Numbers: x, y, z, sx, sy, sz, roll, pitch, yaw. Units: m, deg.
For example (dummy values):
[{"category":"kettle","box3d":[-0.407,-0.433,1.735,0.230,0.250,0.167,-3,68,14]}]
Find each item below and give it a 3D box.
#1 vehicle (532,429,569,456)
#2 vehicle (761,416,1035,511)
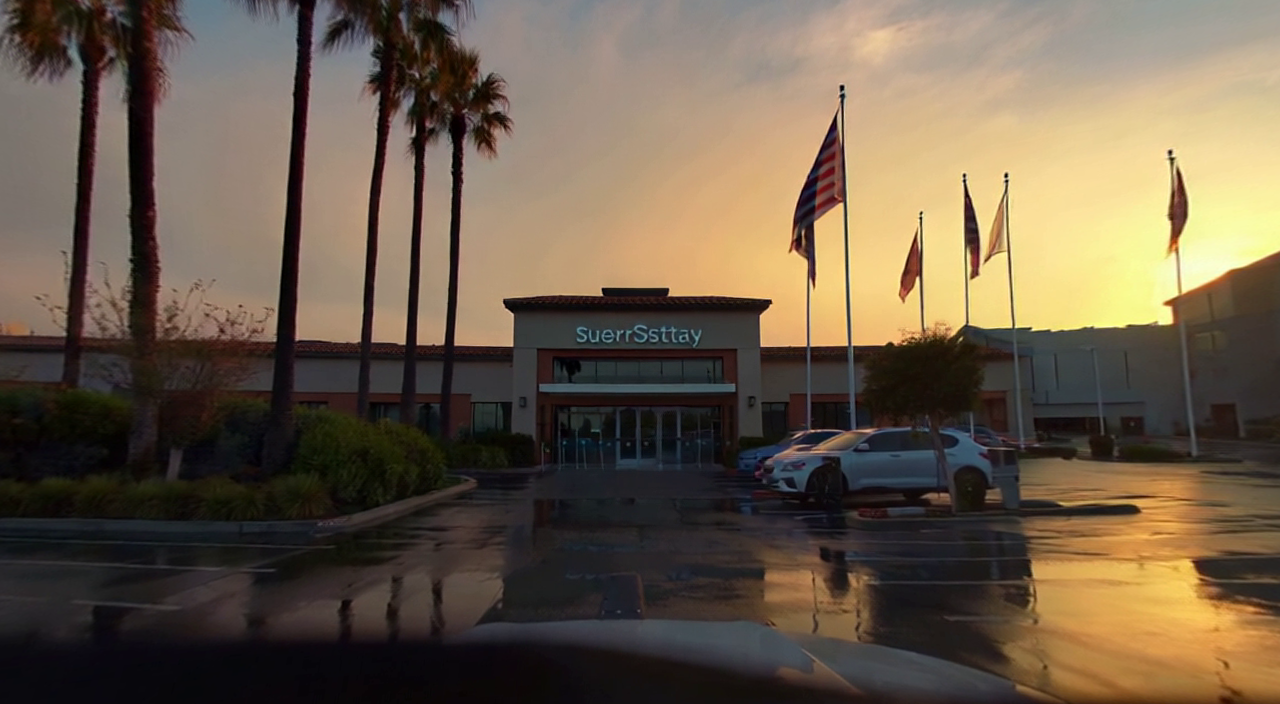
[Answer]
[{"category":"vehicle","box3d":[-6.498,6.685,46.217,1.943,1.890,4.472,0,-9,2]},{"category":"vehicle","box3d":[4.893,2.181,12.503,4.567,1.723,1.926,0,-8,0]}]
